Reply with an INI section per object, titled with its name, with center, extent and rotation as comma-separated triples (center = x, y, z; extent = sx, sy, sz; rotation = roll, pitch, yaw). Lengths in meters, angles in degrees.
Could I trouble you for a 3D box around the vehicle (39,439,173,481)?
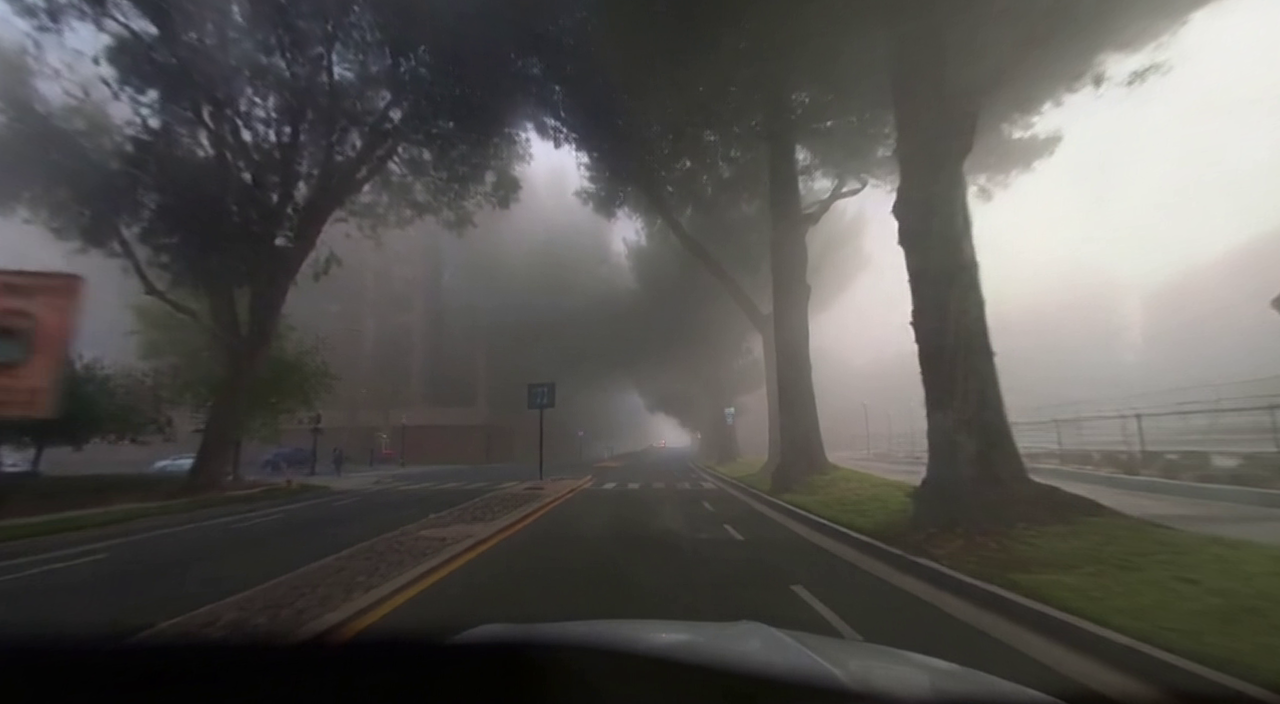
[vehicle]
center = -23.831, 4.878, 28.486
extent = 1.850, 1.662, 4.580
rotation = 1, -10, 2
